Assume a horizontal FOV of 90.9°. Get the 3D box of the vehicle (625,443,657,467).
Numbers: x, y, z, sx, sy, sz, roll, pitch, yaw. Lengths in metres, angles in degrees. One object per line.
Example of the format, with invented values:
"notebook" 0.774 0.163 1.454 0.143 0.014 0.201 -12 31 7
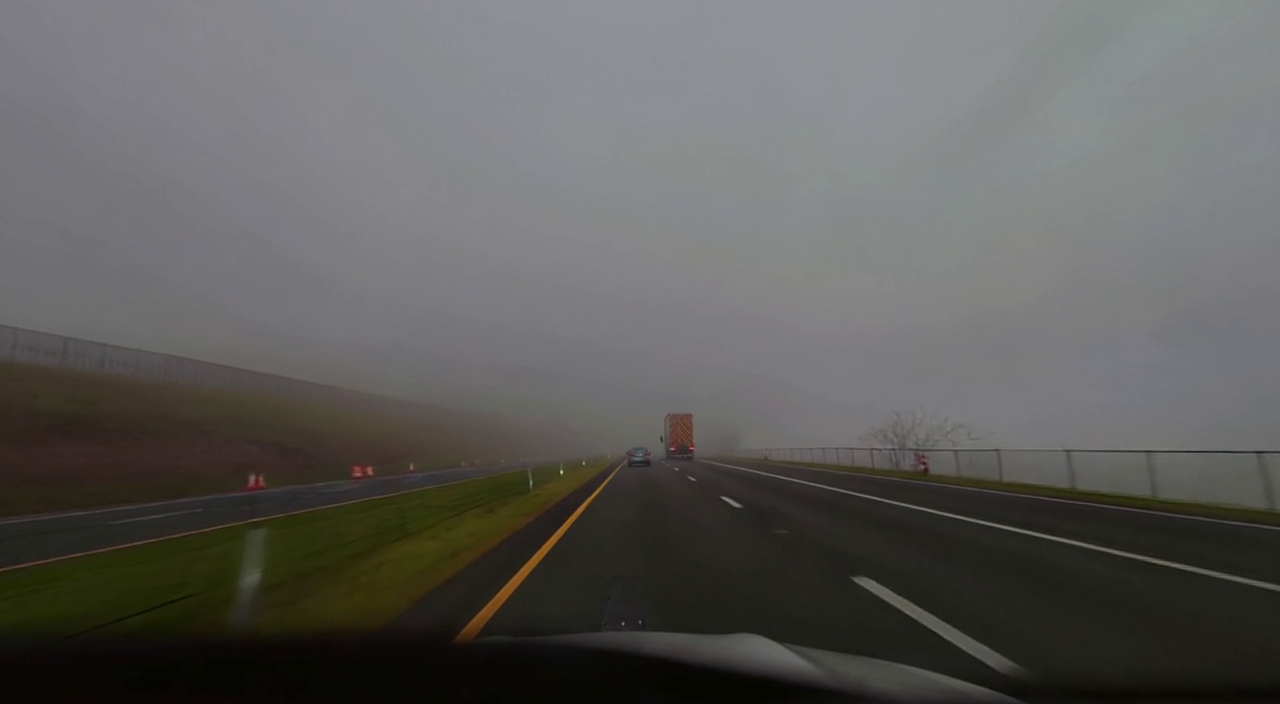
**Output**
"vehicle" 0.029 7.004 42.994 2.065 1.573 3.734 0 -9 -1
